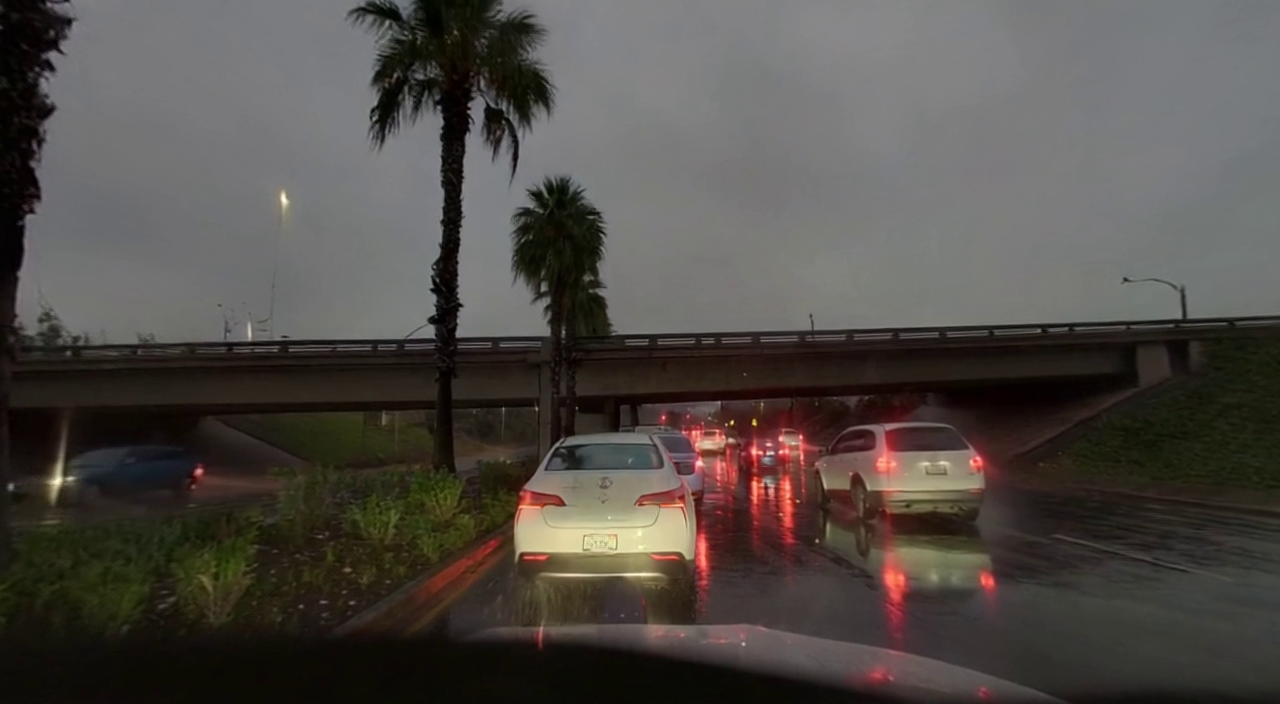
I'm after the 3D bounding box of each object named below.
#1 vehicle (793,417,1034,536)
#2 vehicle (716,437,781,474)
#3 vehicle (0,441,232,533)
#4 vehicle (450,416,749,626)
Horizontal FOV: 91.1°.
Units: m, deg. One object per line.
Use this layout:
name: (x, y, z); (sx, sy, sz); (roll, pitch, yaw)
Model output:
vehicle: (4.338, 2.063, 11.059); (2.149, 1.609, 4.807); (0, -9, 1)
vehicle: (4.691, 4.548, 27.824); (2.034, 1.517, 4.840); (0, -8, 1)
vehicle: (-11.709, 2.887, 14.117); (2.084, 1.704, 4.485); (0, -9, -1)
vehicle: (-0.230, 1.527, 6.639); (2.172, 1.506, 4.018); (0, -9, 2)
